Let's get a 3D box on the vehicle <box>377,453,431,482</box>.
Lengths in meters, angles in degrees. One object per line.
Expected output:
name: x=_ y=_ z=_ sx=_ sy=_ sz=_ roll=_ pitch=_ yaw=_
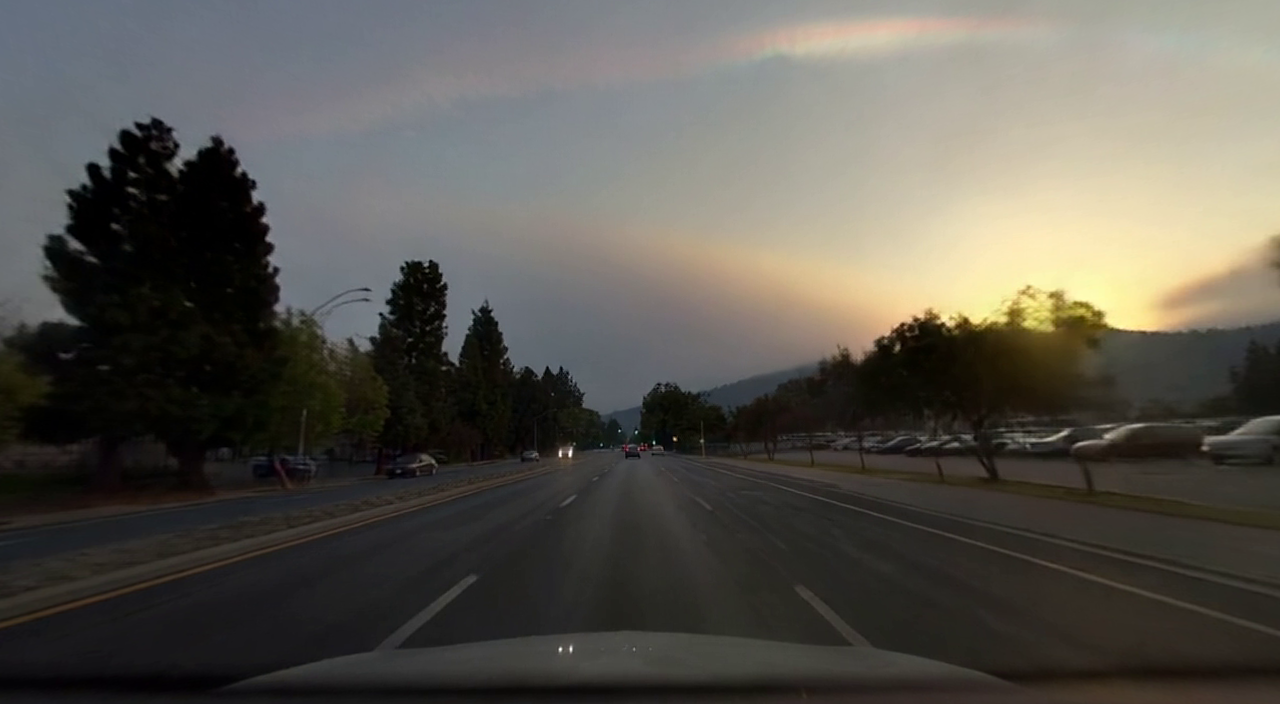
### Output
vehicle: x=-14.745 y=7.169 z=39.630 sx=1.896 sy=1.486 sz=4.285 roll=-4 pitch=-8 yaw=-2

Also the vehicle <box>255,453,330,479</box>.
vehicle: x=-21.509 y=7.049 z=39.365 sx=1.916 sy=1.482 sz=4.789 roll=0 pitch=-9 yaw=1
